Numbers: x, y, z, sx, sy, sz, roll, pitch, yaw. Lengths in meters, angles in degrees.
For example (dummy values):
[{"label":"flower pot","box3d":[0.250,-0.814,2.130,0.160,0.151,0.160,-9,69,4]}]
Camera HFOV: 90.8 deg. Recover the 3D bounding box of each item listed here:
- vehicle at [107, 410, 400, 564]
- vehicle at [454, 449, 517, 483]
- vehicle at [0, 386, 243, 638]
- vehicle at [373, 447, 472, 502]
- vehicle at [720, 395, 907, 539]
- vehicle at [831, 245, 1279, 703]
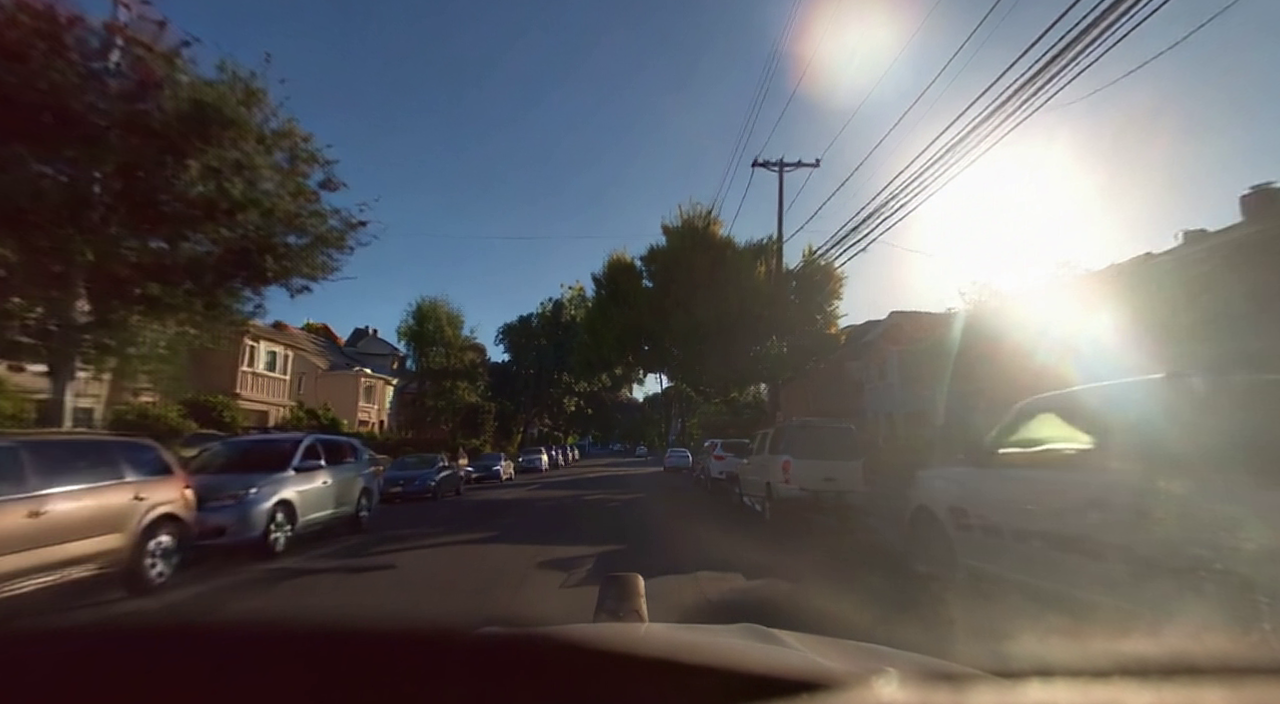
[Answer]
[{"label":"vehicle","box3d":[-5.970,2.109,10.754,2.059,1.969,4.925,0,-8,-3]},{"label":"vehicle","box3d":[-6.911,5.118,28.677,1.958,1.359,4.357,0,-8,-3]},{"label":"vehicle","box3d":[-5.969,1.324,5.461,2.034,1.923,4.713,0,-8,-1]},{"label":"vehicle","box3d":[-6.646,3.740,19.856,1.866,1.474,4.753,1,-8,-6]},{"label":"vehicle","box3d":[3.076,2.168,12.491,2.295,2.279,4.578,0,-8,-1]},{"label":"vehicle","box3d":[3.227,0.913,3.809,2.237,2.071,5.332,0,-8,-3]}]
